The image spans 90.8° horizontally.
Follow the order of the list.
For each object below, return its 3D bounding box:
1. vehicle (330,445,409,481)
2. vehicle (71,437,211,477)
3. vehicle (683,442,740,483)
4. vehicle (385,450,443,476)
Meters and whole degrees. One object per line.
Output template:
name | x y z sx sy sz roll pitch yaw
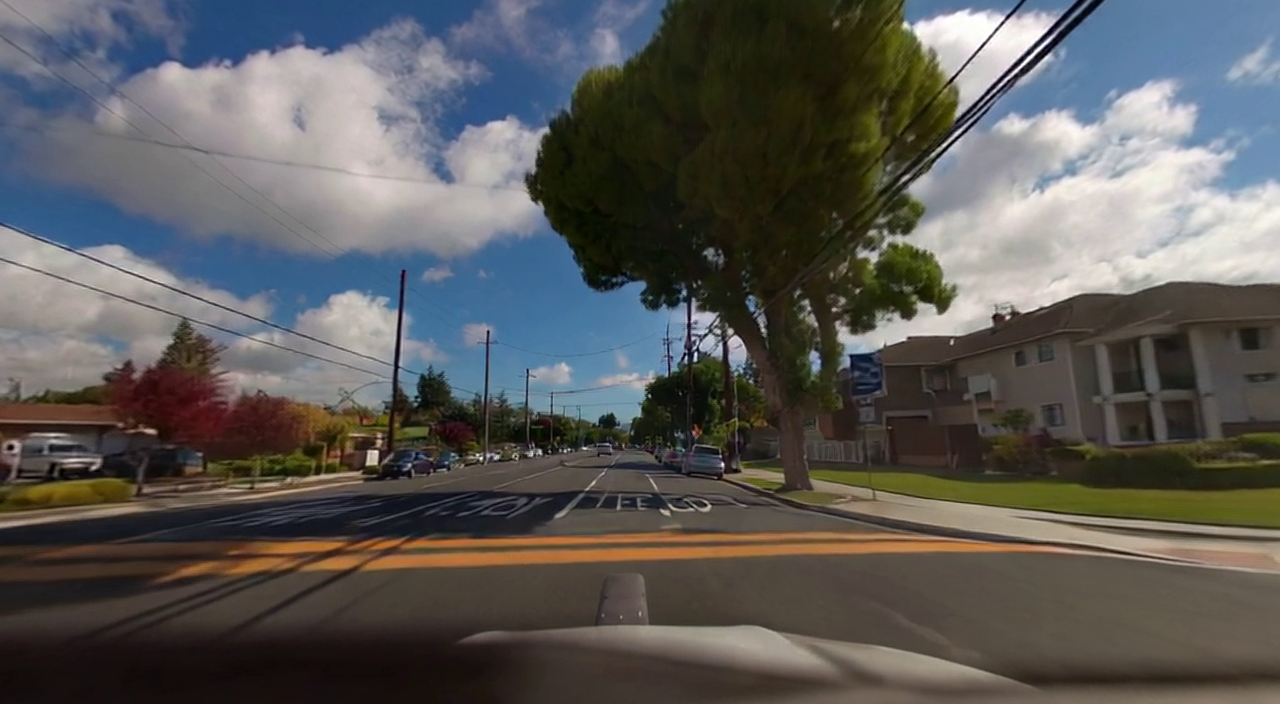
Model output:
vehicle | -14.152 5.822 33.400 1.913 1.745 4.992 0 -9 1
vehicle | -22.544 4.756 28.694 4.612 1.736 1.951 0 -9 -1
vehicle | 3.270 5.145 29.734 2.045 1.746 4.564 0 -9 -1
vehicle | -14.092 6.898 39.661 1.887 1.490 4.656 0 -9 0
